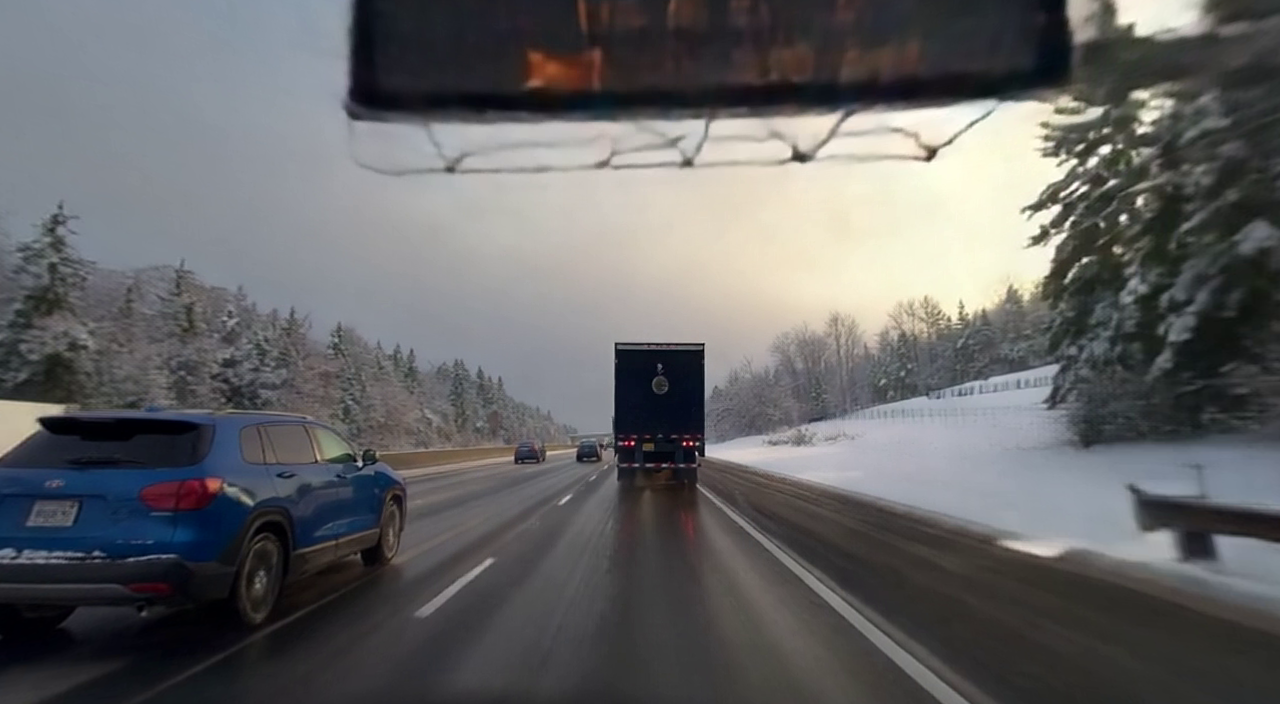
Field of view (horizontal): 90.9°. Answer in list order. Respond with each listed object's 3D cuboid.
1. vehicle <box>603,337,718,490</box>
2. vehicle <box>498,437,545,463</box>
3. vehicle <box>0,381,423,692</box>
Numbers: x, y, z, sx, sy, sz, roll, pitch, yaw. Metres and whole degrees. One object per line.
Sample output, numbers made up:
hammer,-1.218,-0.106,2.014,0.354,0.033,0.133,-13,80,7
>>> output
vehicle,0.492,2.305,21.206,2.870,3.841,10.653,0,-8,0
vehicle,-6.991,5.846,37.619,1.882,1.451,4.416,0,-8,1
vehicle,-3.760,1.309,5.610,2.077,1.671,4.249,0,-8,1
